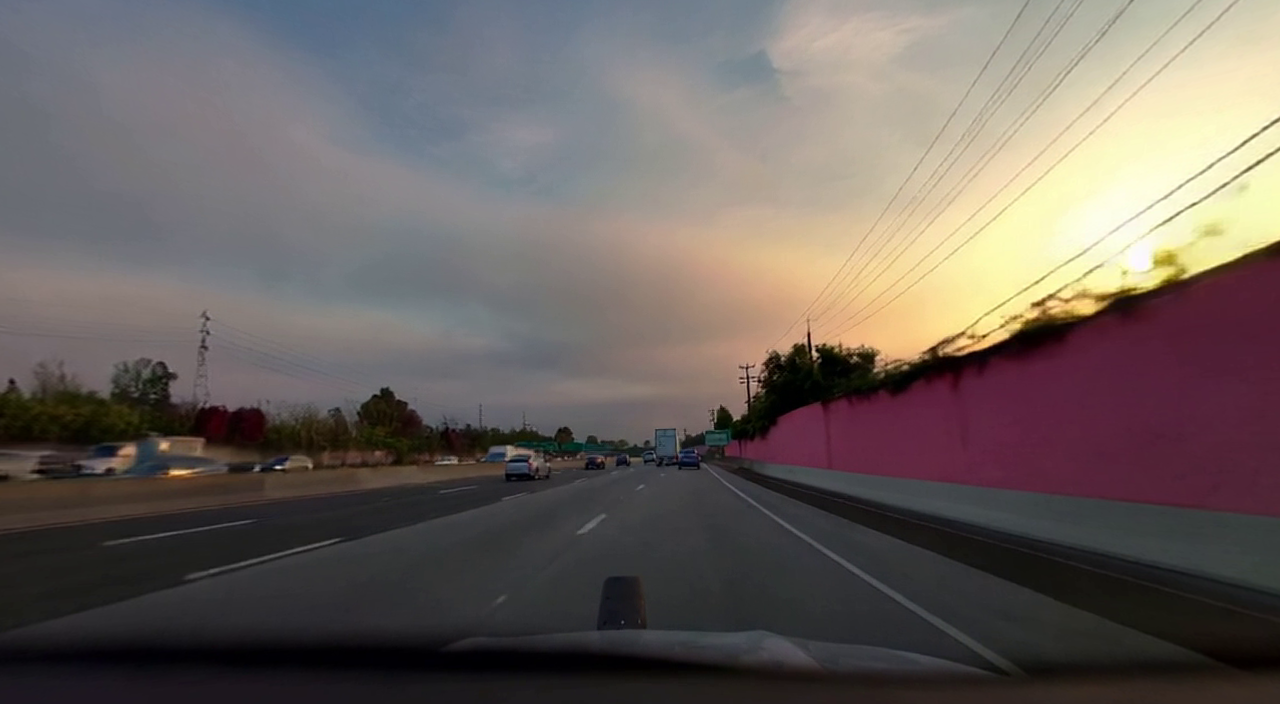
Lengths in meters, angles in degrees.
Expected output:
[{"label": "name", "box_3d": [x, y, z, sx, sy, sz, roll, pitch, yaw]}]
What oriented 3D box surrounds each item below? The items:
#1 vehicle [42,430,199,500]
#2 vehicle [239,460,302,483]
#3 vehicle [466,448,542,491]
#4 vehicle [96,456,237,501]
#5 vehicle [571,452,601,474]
[{"label": "vehicle", "box_3d": [-25.388, 5.546, 31.219, 2.499, 3.087, 5.698, -1, -9, 5]}, {"label": "vehicle", "box_3d": [-27.945, 9.023, 47.829, 1.963, 1.593, 4.163, -1, -9, 5]}, {"label": "vehicle", "box_3d": [-5.336, 4.652, 25.208, 1.966, 1.565, 3.766, -1, -9, 4]}, {"label": "vehicle", "box_3d": [-21.599, 5.754, 29.135, 2.076, 1.824, 5.373, -1, -9, 5]}, {"label": "vehicle", "box_3d": [-3.908, 8.048, 45.740, 1.708, 1.489, 2.840, -1, -9, 5]}]
